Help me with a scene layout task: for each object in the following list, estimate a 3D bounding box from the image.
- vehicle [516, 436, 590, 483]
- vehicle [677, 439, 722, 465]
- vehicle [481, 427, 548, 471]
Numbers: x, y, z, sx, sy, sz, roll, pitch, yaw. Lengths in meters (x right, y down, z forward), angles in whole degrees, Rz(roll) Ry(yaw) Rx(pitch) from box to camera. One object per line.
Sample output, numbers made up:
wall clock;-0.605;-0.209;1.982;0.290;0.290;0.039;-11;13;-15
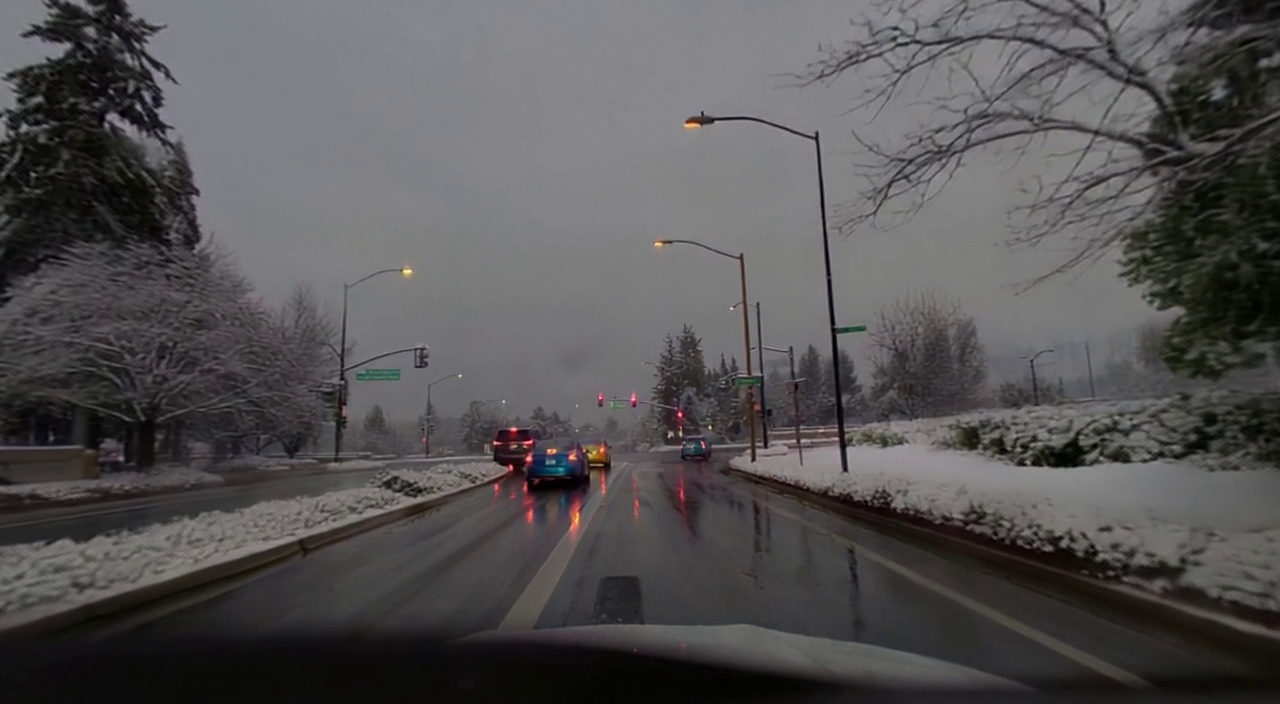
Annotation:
vehicle;-2.963;3.781;22.447;1.979;1.492;3.930;0;-9;1
vehicle;3.610;5.945;37.689;1.945;1.410;4.284;-2;-9;15
vehicle;-6.169;4.850;31.754;2.390;2.020;5.085;0;-9;0
